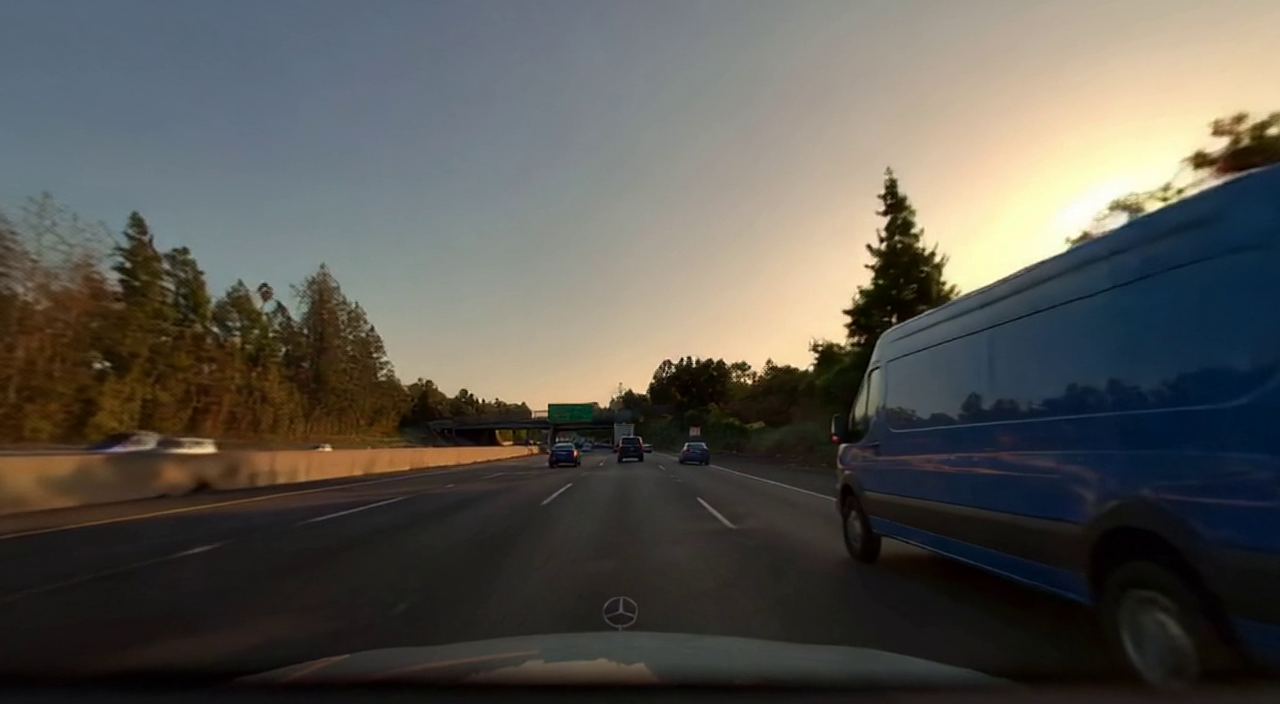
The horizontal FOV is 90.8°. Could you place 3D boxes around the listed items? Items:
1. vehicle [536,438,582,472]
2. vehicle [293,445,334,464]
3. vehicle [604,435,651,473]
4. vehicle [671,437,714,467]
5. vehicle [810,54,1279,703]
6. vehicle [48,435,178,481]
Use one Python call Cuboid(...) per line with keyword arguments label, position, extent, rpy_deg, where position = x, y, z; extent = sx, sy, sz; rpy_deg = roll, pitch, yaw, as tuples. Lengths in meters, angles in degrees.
Cuboid(label="vehicle", position=(-4.407, 5.677, 35.019), extent=(2.023, 1.709, 4.263), rpy_deg=(0, -8, 0))
Cuboid(label="vehicle", position=(-25.278, 7.931, 49.050), extent=(1.448, 1.423, 3.208), rpy_deg=(0, -8, 0))
Cuboid(label="vehicle", position=(-0.638, 5.249, 32.757), extent=(2.297, 1.783, 4.355), rpy_deg=(0, -8, -1))
Cuboid(label="vehicle", position=(3.262, 6.340, 40.066), extent=(2.160, 1.759, 4.214), rpy_deg=(0, -8, -2))
Cuboid(label="vehicle", position=(3.536, 0.634, 4.511), extent=(2.631, 2.709, 6.496), rpy_deg=(0, -8, -2))
Cuboid(label="vehicle", position=(-18.221, 3.659, 22.057), extent=(1.573, 1.473, 3.348), rpy_deg=(0, -8, 0))
